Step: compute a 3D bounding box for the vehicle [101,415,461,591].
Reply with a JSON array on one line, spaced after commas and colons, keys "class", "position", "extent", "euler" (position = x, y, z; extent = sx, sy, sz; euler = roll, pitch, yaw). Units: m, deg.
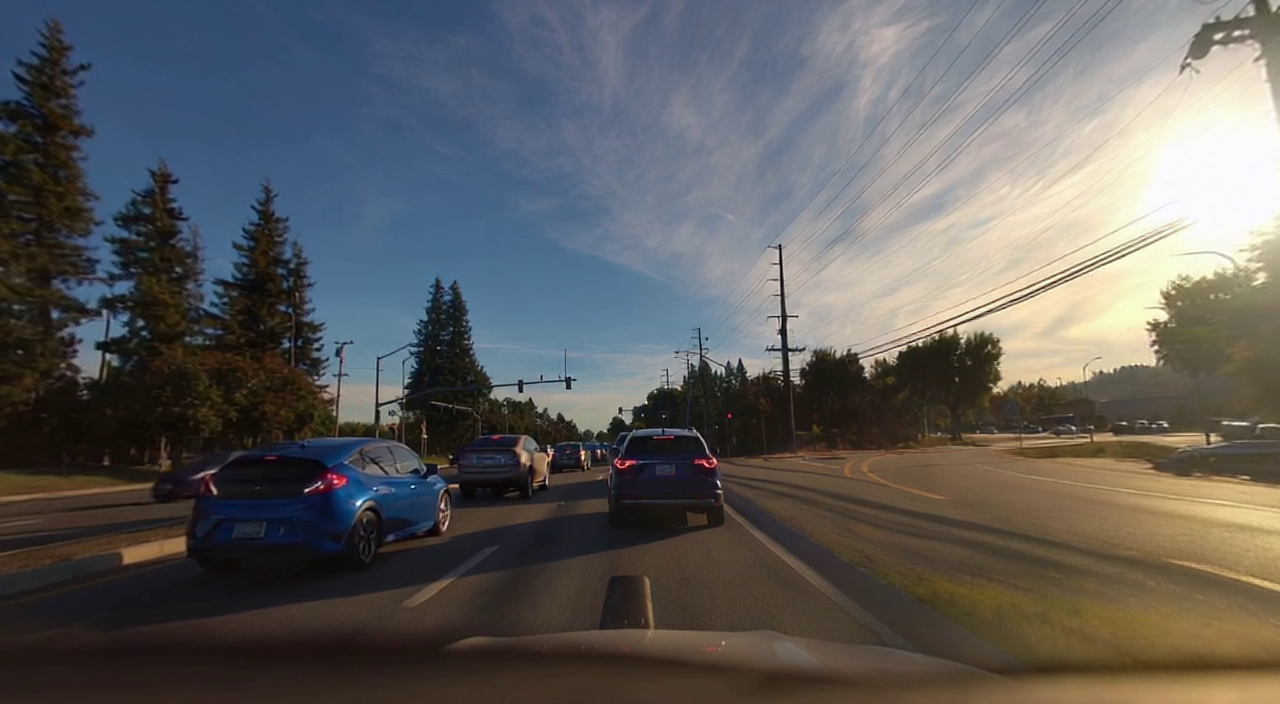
[{"class": "vehicle", "position": [-3.815, 1.665, 7.739], "extent": [1.999, 1.563, 4.007], "euler": [0, -9, 1]}]

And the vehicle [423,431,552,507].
[{"class": "vehicle", "position": [-3.651, 2.902, 16.068], "extent": [2.018, 1.621, 4.441], "euler": [-1, -9, 2]}]

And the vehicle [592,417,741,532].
[{"class": "vehicle", "position": [0.455, 2.126, 11.396], "extent": [2.205, 1.691, 3.937], "euler": [0, -9, 2]}]
